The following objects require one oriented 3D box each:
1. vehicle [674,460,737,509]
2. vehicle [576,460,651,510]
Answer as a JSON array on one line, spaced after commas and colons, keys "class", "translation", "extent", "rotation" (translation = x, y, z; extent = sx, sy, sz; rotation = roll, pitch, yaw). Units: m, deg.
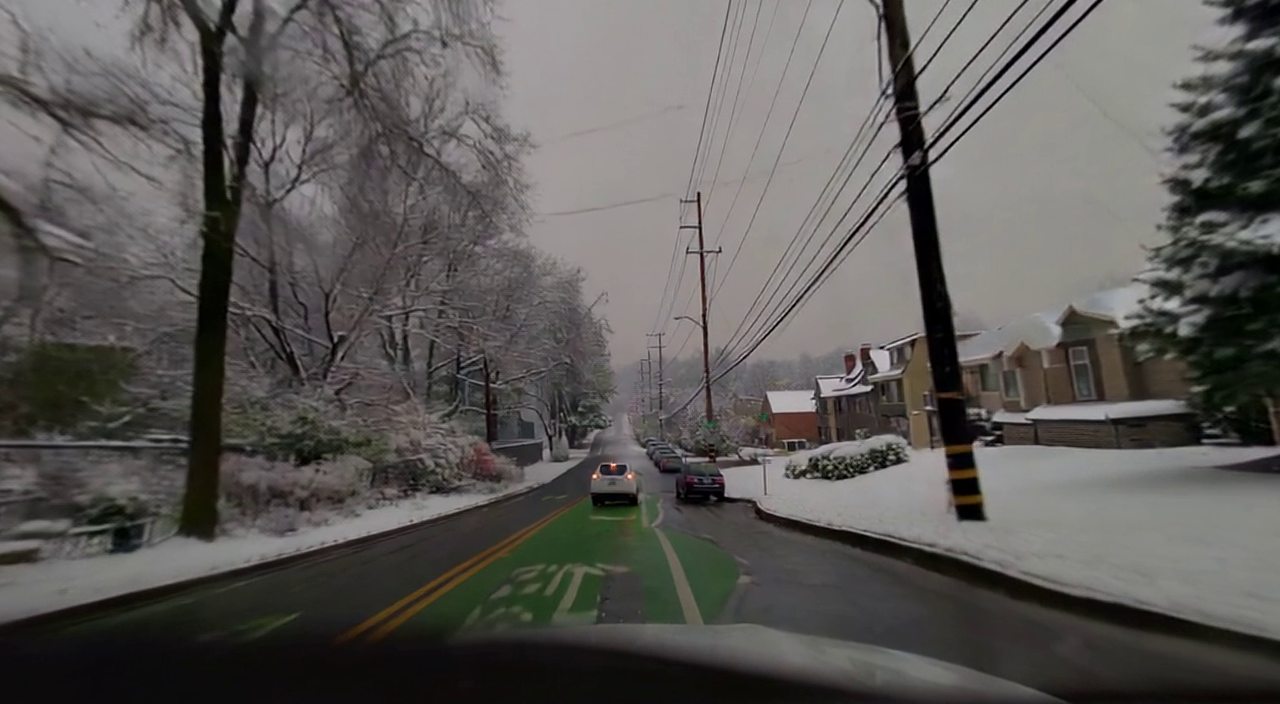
[{"class": "vehicle", "translation": [2.559, 5.306, 25.706], "extent": [1.909, 1.694, 4.472], "rotation": [0, -8, -2]}, {"class": "vehicle", "translation": [-0.838, 4.694, 22.723], "extent": [2.235, 1.500, 4.496], "rotation": [-1, -8, 3]}]
